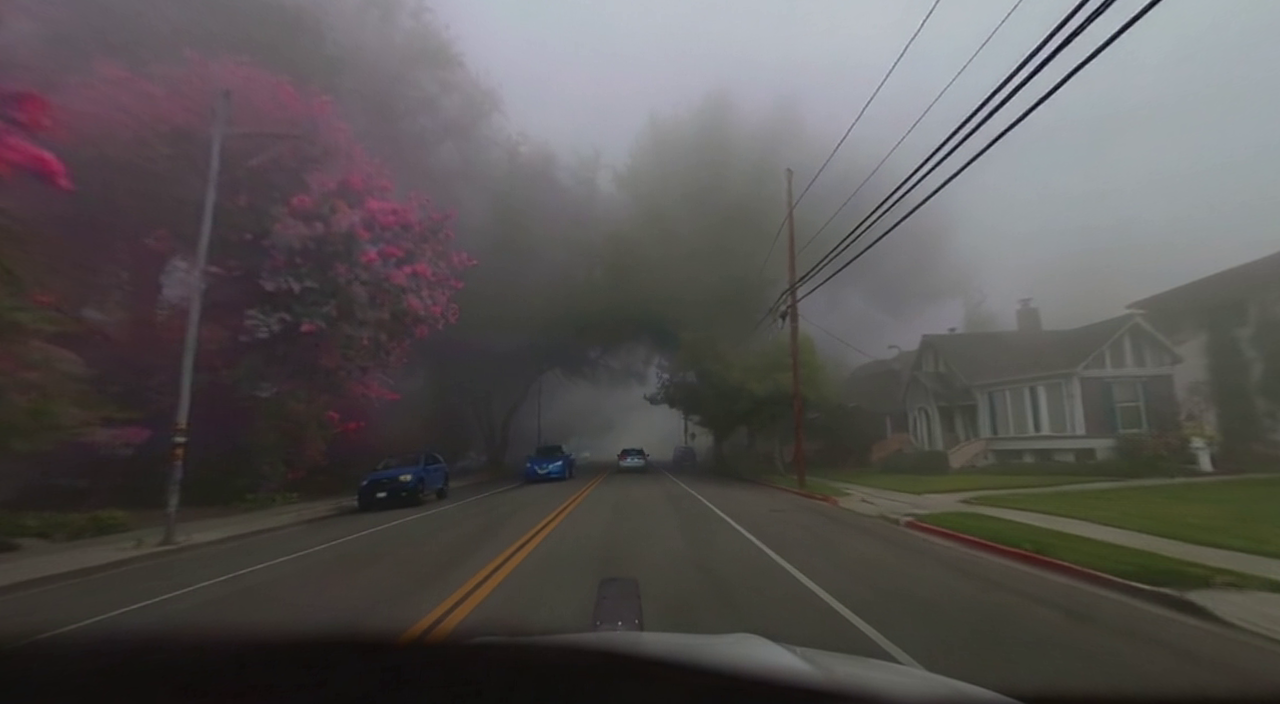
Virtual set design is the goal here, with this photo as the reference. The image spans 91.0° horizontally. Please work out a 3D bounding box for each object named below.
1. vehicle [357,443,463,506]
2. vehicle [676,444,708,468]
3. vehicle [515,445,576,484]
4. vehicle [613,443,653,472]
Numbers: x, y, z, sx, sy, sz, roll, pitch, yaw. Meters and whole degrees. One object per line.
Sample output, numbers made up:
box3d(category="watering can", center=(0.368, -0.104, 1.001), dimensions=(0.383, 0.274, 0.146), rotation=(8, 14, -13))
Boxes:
box3d(category="vehicle", center=(-7.695, 4.171, 21.596), dimensions=(2.022, 1.795, 4.337), rotation=(-3, -10, 0))
box3d(category="vehicle", center=(3.795, 7.684, 46.748), dimensions=(1.895, 1.640, 4.090), rotation=(0, -8, -1))
box3d(category="vehicle", center=(-3.995, 4.841, 27.386), dimensions=(2.022, 1.534, 4.320), rotation=(0, -8, -1))
box3d(category="vehicle", center=(-0.381, 5.849, 35.100), dimensions=(2.104, 1.500, 3.815), rotation=(0, -8, -1))
